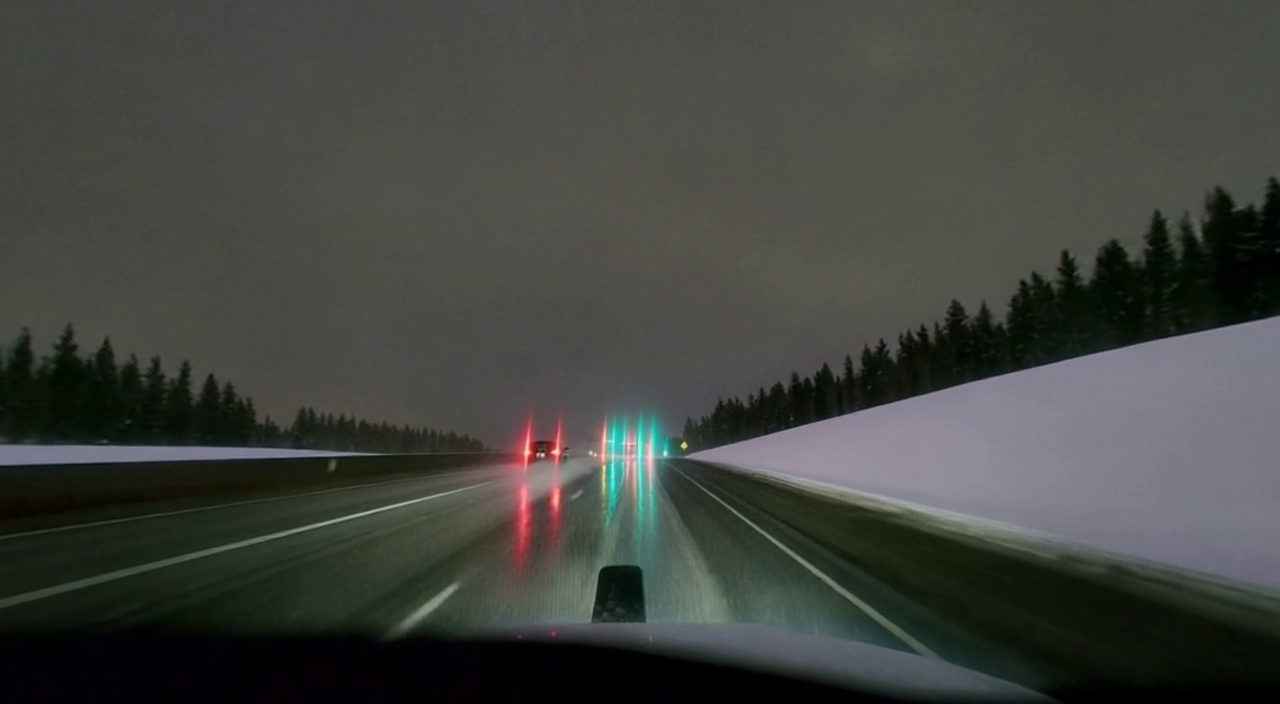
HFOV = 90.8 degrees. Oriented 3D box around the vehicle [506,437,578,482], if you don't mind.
[{"bbox_3d":[-4.139,4.674,27.622,2.272,1.759,5.058,0,-9,1],"label":"vehicle"}]
